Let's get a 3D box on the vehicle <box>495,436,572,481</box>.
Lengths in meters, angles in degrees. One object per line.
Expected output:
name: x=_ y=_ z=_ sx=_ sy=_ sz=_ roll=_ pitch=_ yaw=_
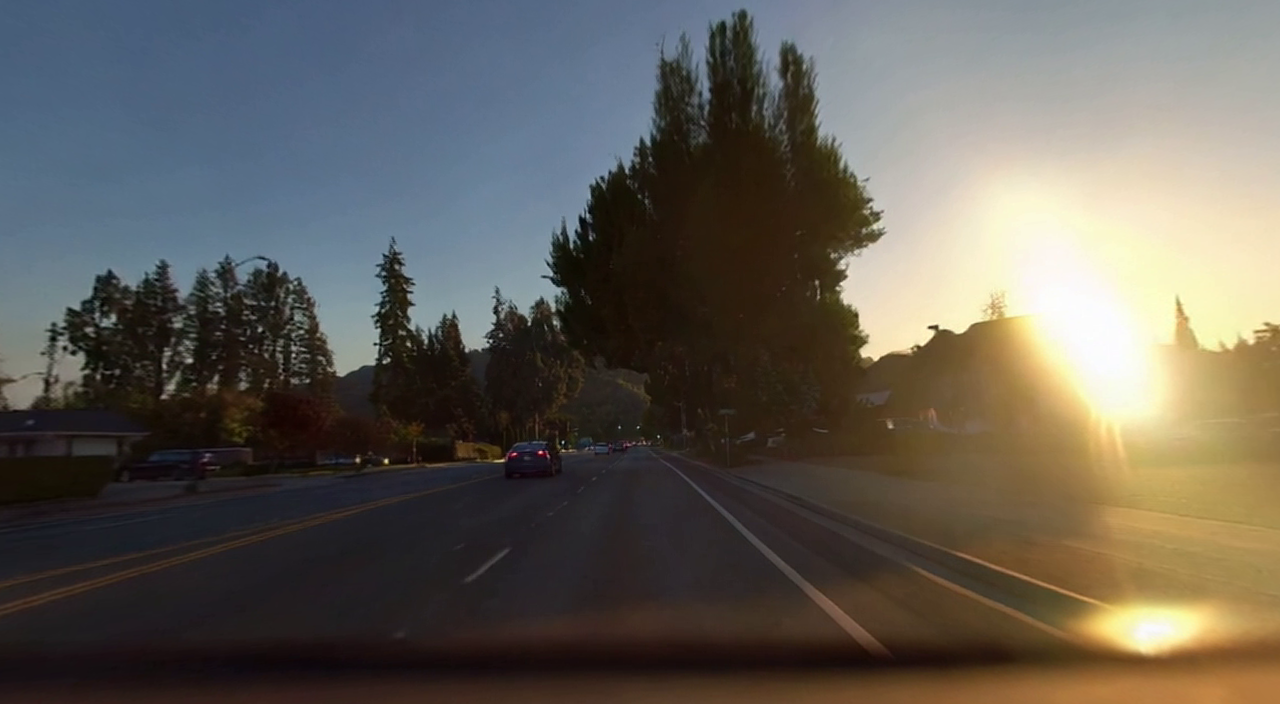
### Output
vehicle: x=-3.750 y=3.845 z=23.044 sx=2.030 sy=1.467 sz=4.251 roll=0 pitch=-8 yaw=0

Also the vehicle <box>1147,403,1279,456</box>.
vehicle: x=20.030 y=2.512 z=20.932 sx=4.605 sy=1.480 sz=1.994 roll=-3 pitch=-7 yaw=1

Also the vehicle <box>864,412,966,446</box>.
vehicle: x=15.739 y=4.445 z=36.365 sx=4.858 sy=1.831 sz=2.101 roll=1 pitch=-9 yaw=-2

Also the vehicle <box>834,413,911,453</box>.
vehicle: x=10.747 y=3.835 z=29.610 sx=1.908 sy=1.703 sz=4.511 roll=1 pitch=-9 yaw=1

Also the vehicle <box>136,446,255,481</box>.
vehicle: x=-24.273 y=6.089 z=34.651 sx=4.922 sy=1.766 sz=1.998 roll=0 pitch=-8 yaw=-4

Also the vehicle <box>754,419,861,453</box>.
vehicle: x=10.479 y=5.324 z=39.996 sx=6.098 sy=2.021 sz=2.524 roll=0 pitch=-8 yaw=1
